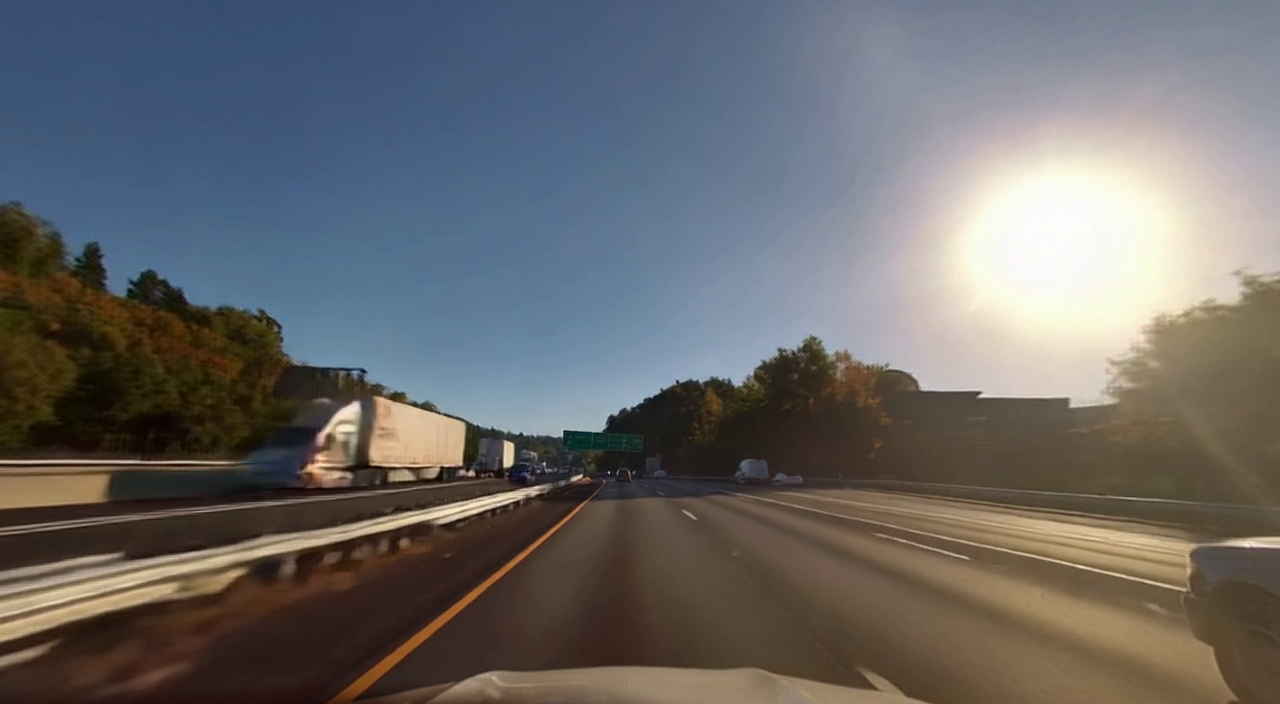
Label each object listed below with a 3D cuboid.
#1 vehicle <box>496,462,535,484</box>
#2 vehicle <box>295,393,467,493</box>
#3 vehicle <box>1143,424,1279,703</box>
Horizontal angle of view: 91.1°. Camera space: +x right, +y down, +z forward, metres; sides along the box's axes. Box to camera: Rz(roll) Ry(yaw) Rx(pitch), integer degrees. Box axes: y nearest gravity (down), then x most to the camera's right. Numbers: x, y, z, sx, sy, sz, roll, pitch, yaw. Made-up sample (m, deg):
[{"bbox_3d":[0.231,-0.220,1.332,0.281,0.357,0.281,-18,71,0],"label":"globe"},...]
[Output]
[{"bbox_3d":[-9.590,9.356,48.648,2.176,1.548,4.347,1,-10,-2],"label":"vehicle"},{"bbox_3d":[-13.258,5.361,35.074,2.975,4.187,16.809,1,-10,-2],"label":"vehicle"},{"bbox_3d":[4.083,0.838,1.464,1.965,1.502,4.599,1,-10,0],"label":"vehicle"}]
